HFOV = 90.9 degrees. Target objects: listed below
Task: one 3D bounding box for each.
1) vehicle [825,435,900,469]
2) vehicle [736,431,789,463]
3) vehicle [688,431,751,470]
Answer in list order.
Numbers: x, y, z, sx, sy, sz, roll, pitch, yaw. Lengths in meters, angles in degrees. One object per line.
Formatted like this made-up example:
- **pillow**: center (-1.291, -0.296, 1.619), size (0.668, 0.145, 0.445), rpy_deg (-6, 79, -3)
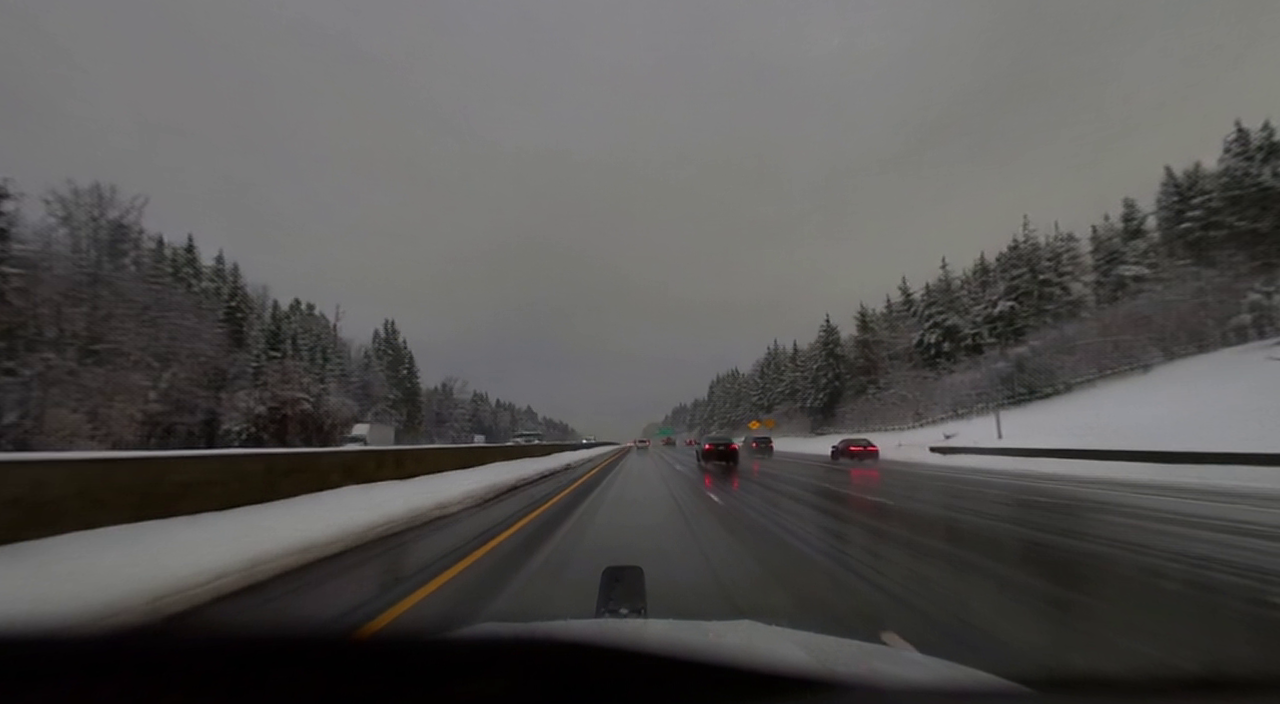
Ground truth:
- **vehicle**: center (10.512, 4.744, 30.170), size (1.970, 1.479, 4.480), rpy_deg (0, -8, 0)
- **vehicle**: center (7.185, 5.626, 37.403), size (2.178, 1.749, 4.570), rpy_deg (0, -8, 0)
- **vehicle**: center (3.560, 4.509, 29.143), size (2.326, 1.644, 4.206), rpy_deg (0, -8, -1)
